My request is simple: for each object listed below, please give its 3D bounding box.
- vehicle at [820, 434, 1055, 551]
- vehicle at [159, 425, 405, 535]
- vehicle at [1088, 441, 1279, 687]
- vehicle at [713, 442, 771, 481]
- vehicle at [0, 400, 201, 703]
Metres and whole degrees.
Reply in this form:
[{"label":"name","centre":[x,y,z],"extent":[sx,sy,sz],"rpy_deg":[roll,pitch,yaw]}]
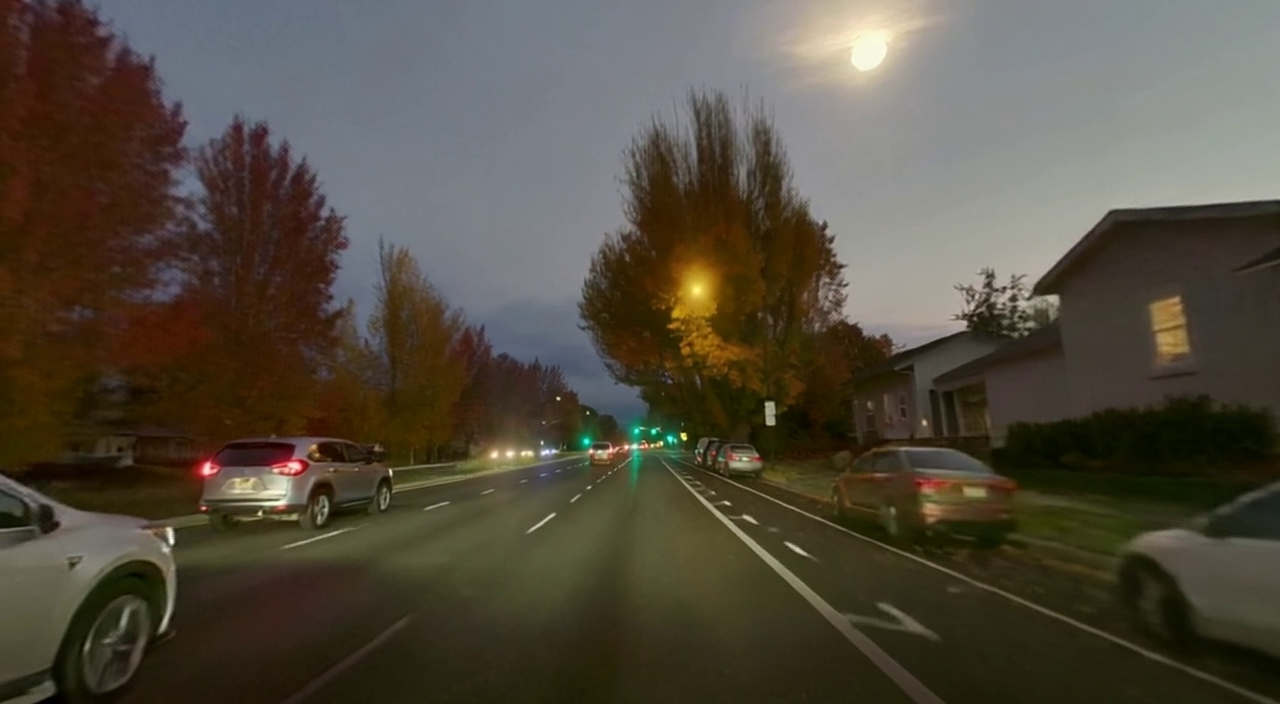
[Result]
[{"label":"vehicle","centre":[4.819,2.320,11.115],"extent":[1.934,1.612,4.477],"rpy_deg":[0,-9,0]},{"label":"vehicle","centre":[-6.506,2.368,12.237],"extent":[2.034,1.711,4.512],"rpy_deg":[0,-9,1]},{"label":"vehicle","centre":[4.726,1.171,3.127],"extent":[1.824,1.453,4.374],"rpy_deg":[0,-9,1]},{"label":"vehicle","centre":[4.739,5.164,29.953],"extent":[1.950,1.668,4.414],"rpy_deg":[0,-9,-1]},{"label":"vehicle","centre":[-3.143,0.694,0.741],"extent":[1.982,1.478,4.465],"rpy_deg":[0,-9,1]}]
